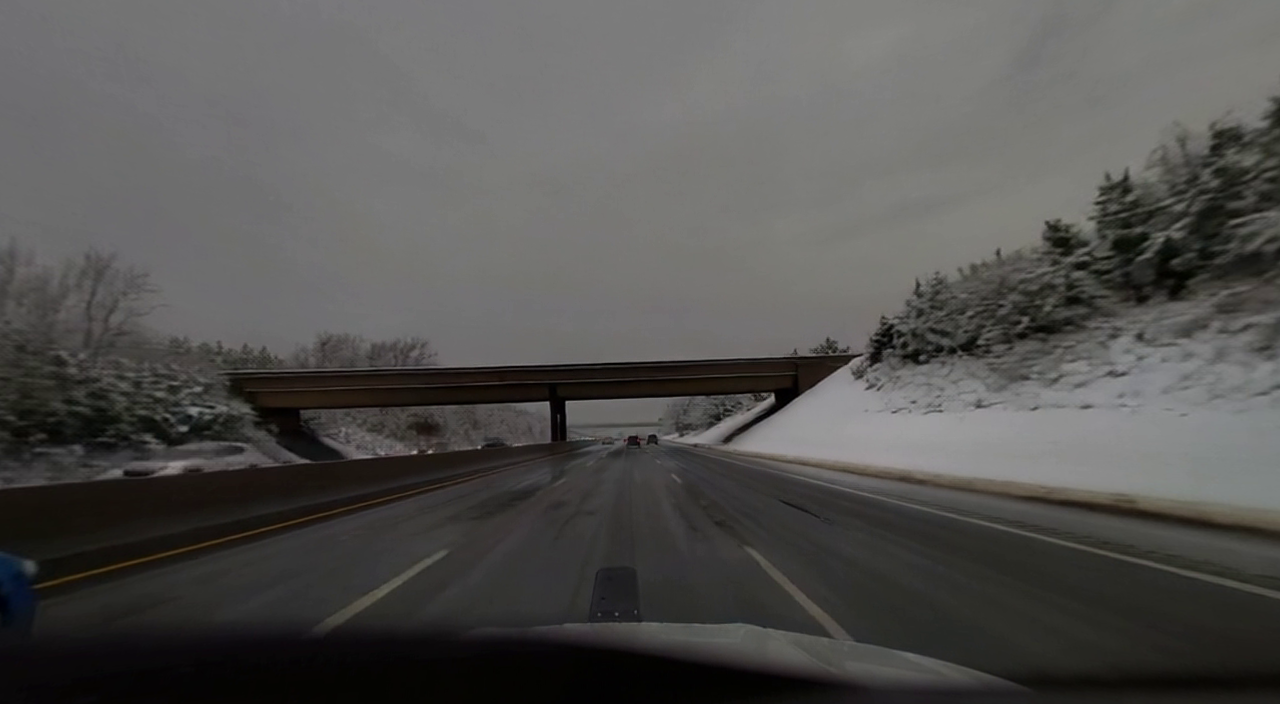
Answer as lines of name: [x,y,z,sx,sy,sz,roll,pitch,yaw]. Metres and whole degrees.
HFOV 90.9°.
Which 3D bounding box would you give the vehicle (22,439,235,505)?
vehicle: [-12.762,2.957,16.194,1.931,1.431,4.313,0,-8,-1]
